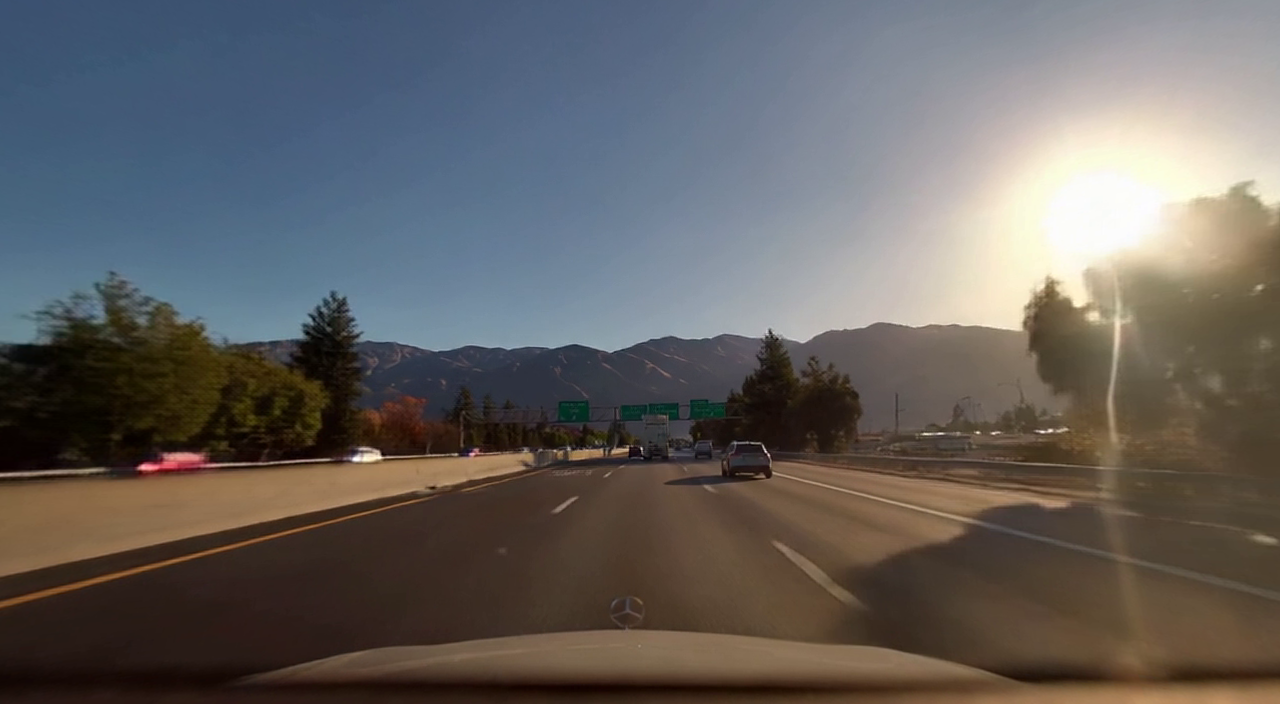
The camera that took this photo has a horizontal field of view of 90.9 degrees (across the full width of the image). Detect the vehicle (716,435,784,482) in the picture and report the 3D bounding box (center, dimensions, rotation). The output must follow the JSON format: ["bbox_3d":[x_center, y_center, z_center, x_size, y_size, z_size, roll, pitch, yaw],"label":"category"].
[{"bbox_3d":[4.068,3.995,23.936,1.880,1.624,3.941,0,-8,0],"label":"vehicle"}]
